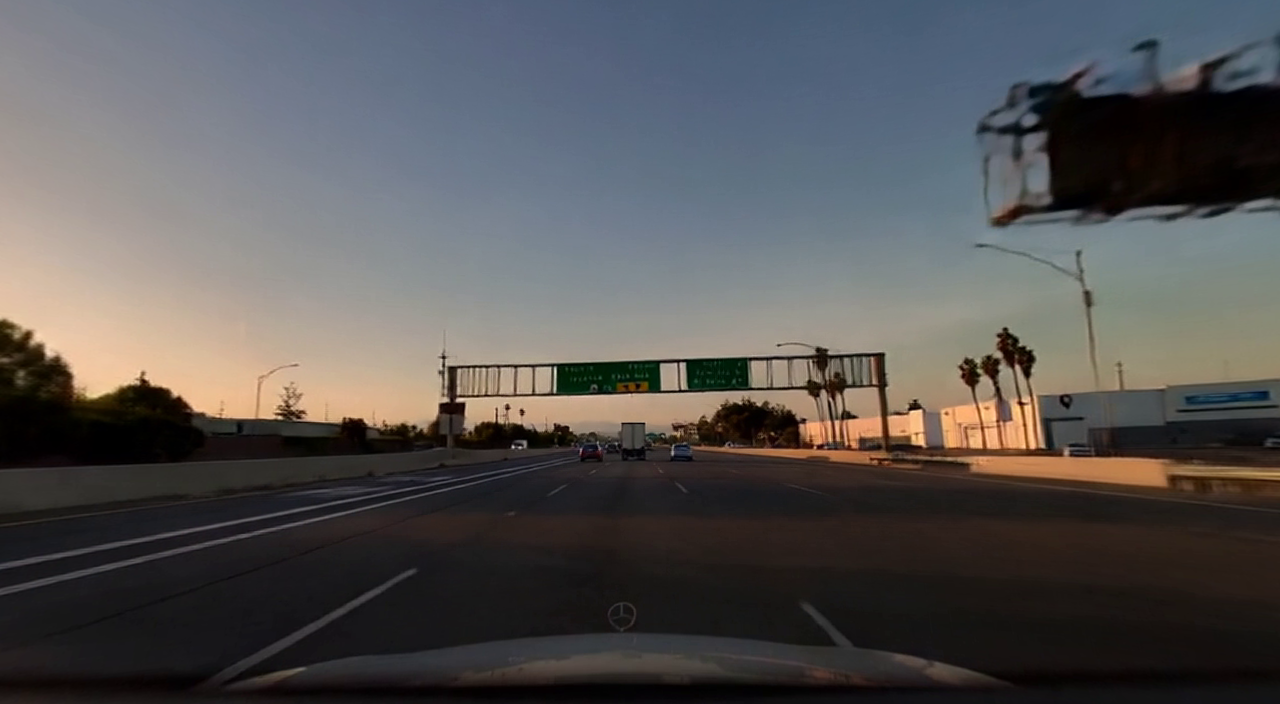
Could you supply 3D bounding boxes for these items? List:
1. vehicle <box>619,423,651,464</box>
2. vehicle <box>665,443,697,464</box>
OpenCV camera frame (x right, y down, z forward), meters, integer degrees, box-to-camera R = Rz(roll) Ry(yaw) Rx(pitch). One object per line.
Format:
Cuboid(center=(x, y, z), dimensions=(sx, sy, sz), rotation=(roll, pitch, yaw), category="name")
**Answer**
Cuboid(center=(-0.452, 7.111, 48.986), dimensions=(2.364, 2.953, 6.495), rotation=(0, -8, -2), category="vehicle")
Cuboid(center=(3.049, 7.679, 47.969), dimensions=(2.049, 1.485, 4.106), rotation=(0, -8, -1), category="vehicle")
